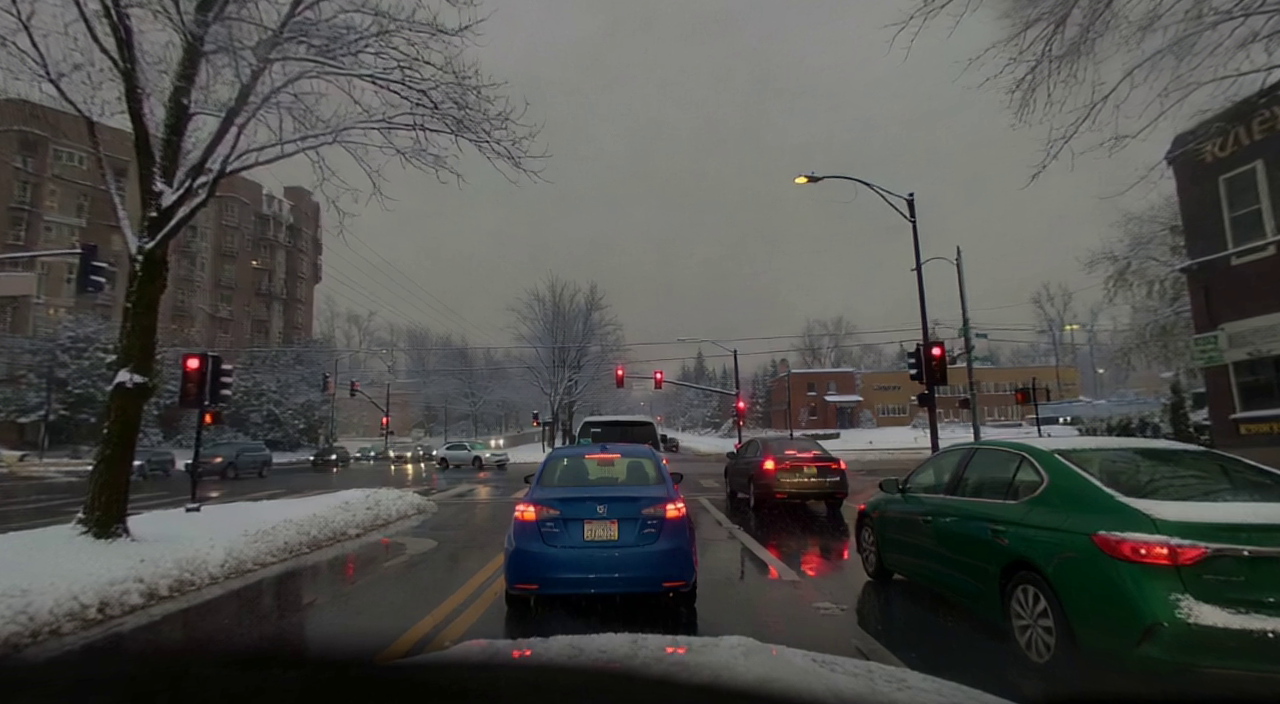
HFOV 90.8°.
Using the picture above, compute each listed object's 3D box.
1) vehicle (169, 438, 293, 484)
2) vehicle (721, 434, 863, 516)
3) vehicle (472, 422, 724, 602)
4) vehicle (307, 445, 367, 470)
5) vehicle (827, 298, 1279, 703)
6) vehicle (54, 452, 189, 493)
[{"bbox_3d":[-17.987,4.805,28.155,2.295,1.858,4.748,0,-8,0],"label":"vehicle"},{"bbox_3d":[3.182,2.670,14.298,2.026,1.549,4.559,0,-8,-1],"label":"vehicle"},{"bbox_3d":[-0.374,1.652,7.388,2.143,1.520,3.848,0,-8,-1],"label":"vehicle"},{"bbox_3d":[-21.559,7.480,45.123,1.935,1.701,4.590,0,-8,1],"label":"vehicle"},{"bbox_3d":[3.583,1.104,5.060,2.572,1.945,5.065,0,-8,0],"label":"vehicle"},{"bbox_3d":[-21.175,4.910,26.092,1.859,1.473,4.400,0,-8,-1],"label":"vehicle"}]
